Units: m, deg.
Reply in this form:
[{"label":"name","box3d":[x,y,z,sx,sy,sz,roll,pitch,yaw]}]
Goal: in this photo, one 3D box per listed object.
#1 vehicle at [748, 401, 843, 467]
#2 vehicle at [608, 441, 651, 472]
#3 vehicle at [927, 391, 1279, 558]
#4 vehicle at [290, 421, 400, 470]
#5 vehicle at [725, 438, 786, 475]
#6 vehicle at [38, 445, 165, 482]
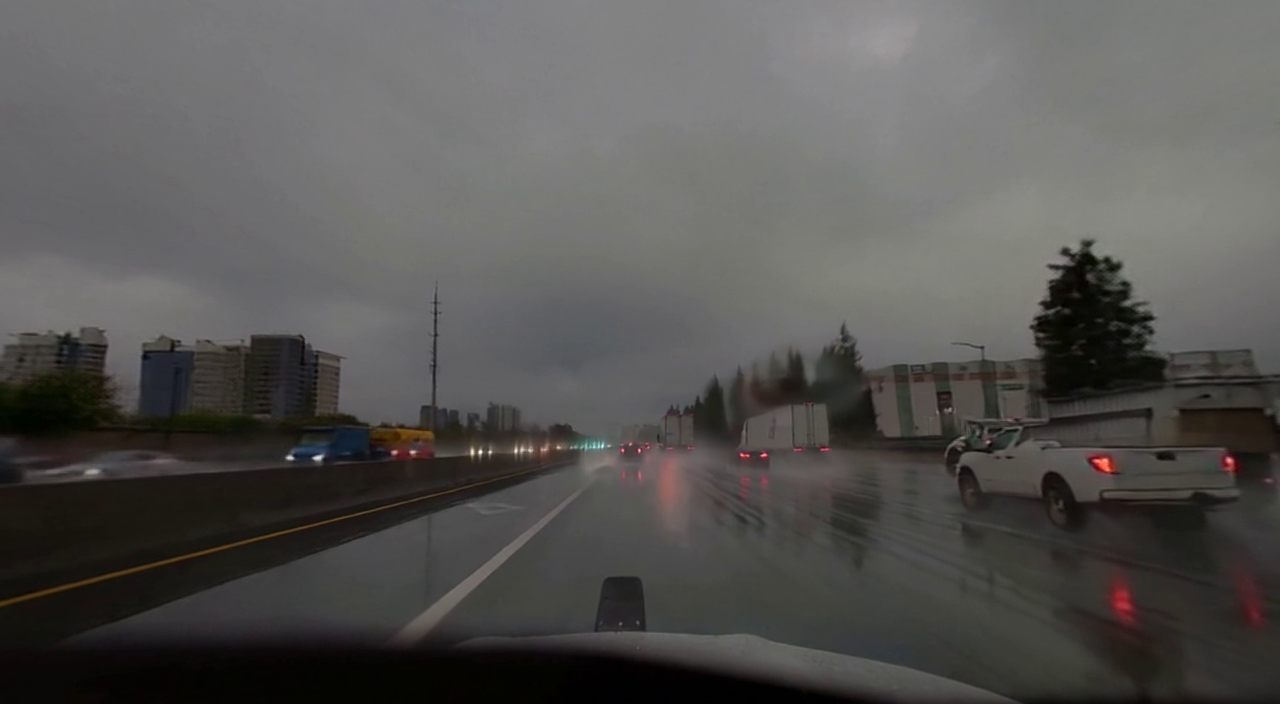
[{"label":"vehicle","box3d":[11.349,6.510,48.756,2.898,4.171,17.188,0,-9,0]},{"label":"vehicle","box3d":[-0.531,5.555,33.738,2.163,1.551,4.180,0,-9,0]},{"label":"vehicle","box3d":[7.359,1.916,10.559,2.369,2.007,5.700,0,-9,-1]},{"label":"vehicle","box3d":[-20.167,6.528,44.102,2.885,3.005,9.889,0,-9,0]},{"label":"vehicle","box3d":[5.499,5.049,30.659,2.154,1.658,4.347,0,-9,0]},{"label":"vehicle","box3d":[-24.185,5.019,28.642,1.782,1.512,4.570,0,-9,-1]}]
